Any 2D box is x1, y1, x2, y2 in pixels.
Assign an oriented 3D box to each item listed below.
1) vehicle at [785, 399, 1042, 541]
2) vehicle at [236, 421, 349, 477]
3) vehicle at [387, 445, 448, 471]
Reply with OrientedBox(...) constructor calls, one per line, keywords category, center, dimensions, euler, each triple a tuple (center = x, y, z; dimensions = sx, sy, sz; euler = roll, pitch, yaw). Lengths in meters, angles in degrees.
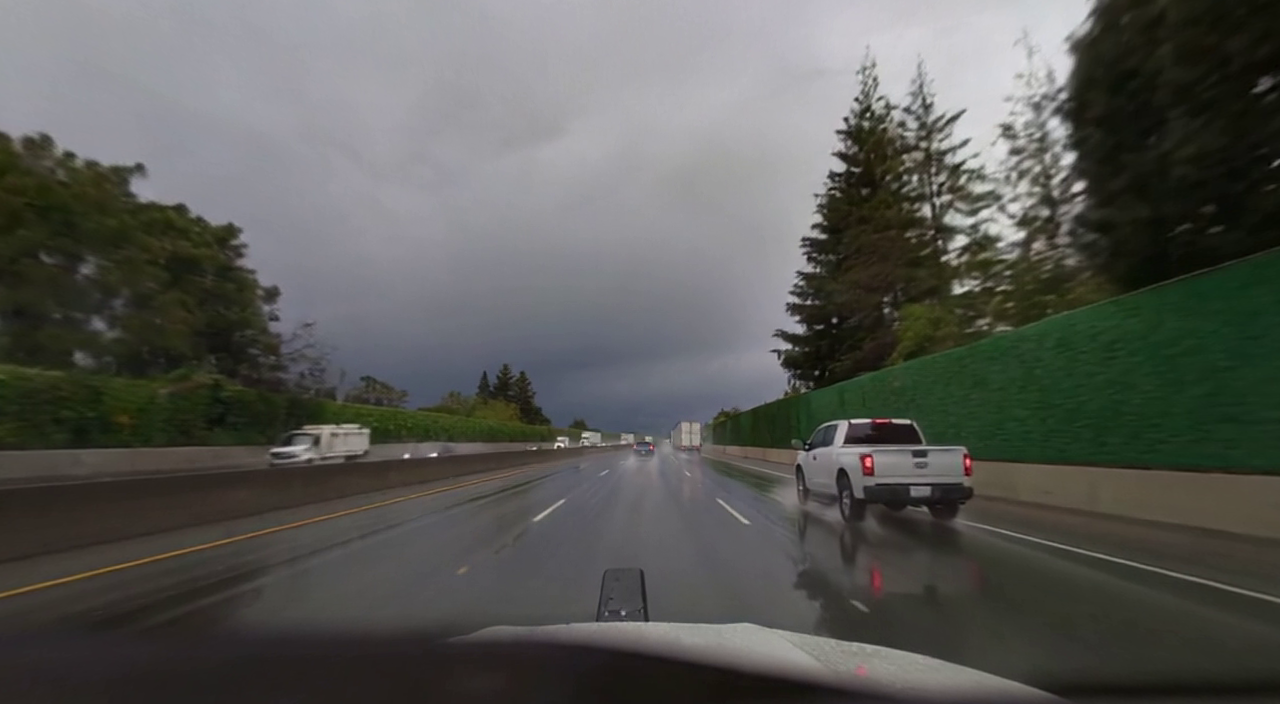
OrientedBox(category="vehicle", center=(4.380, 2.008, 11.362), dimensions=(2.209, 1.943, 5.262), euler=(0, -8, 0))
OrientedBox(category="vehicle", center=(-17.159, 4.844, 31.577), dimensions=(2.272, 2.546, 5.794), euler=(0, -8, 1))
OrientedBox(category="vehicle", center=(-12.820, 6.133, 36.619), dimensions=(1.884, 1.414, 4.559), euler=(0, -8, 0))
